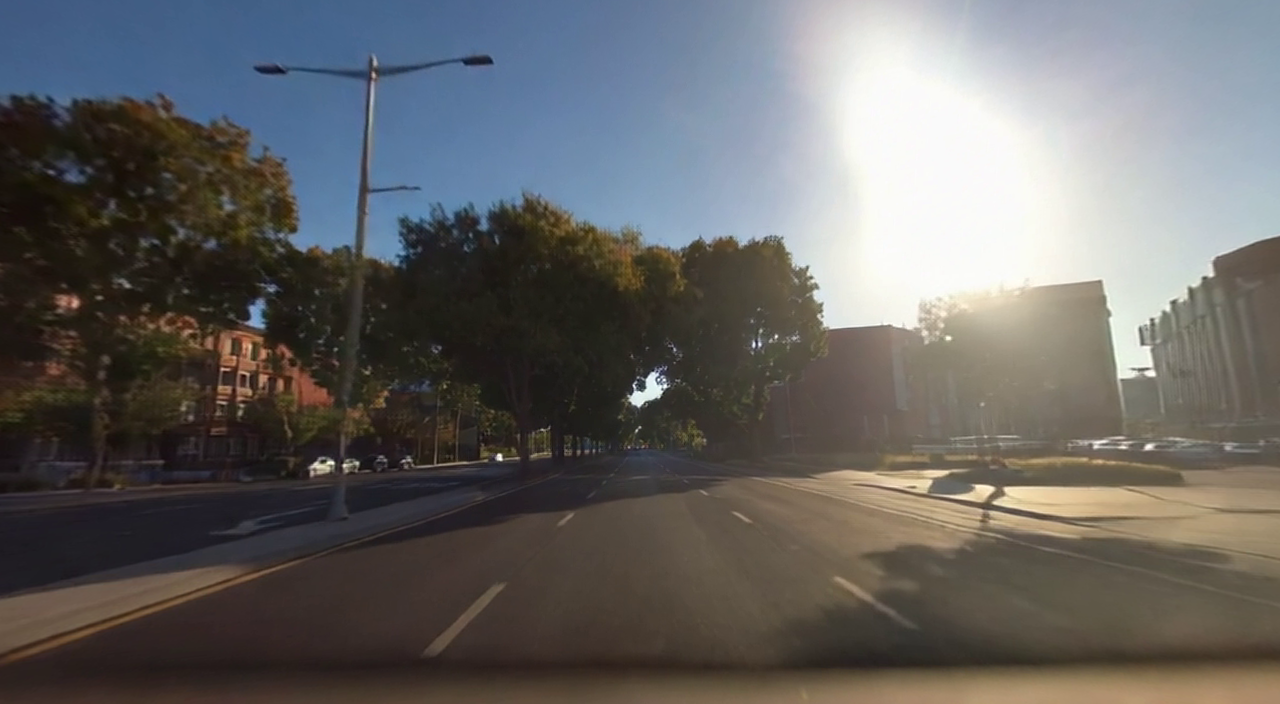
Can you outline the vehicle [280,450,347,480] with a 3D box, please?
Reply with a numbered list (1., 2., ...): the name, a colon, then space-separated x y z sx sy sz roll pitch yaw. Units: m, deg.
1. vehicle: -21.947 7.570 42.738 1.922 1.821 4.729 0 -8 1
